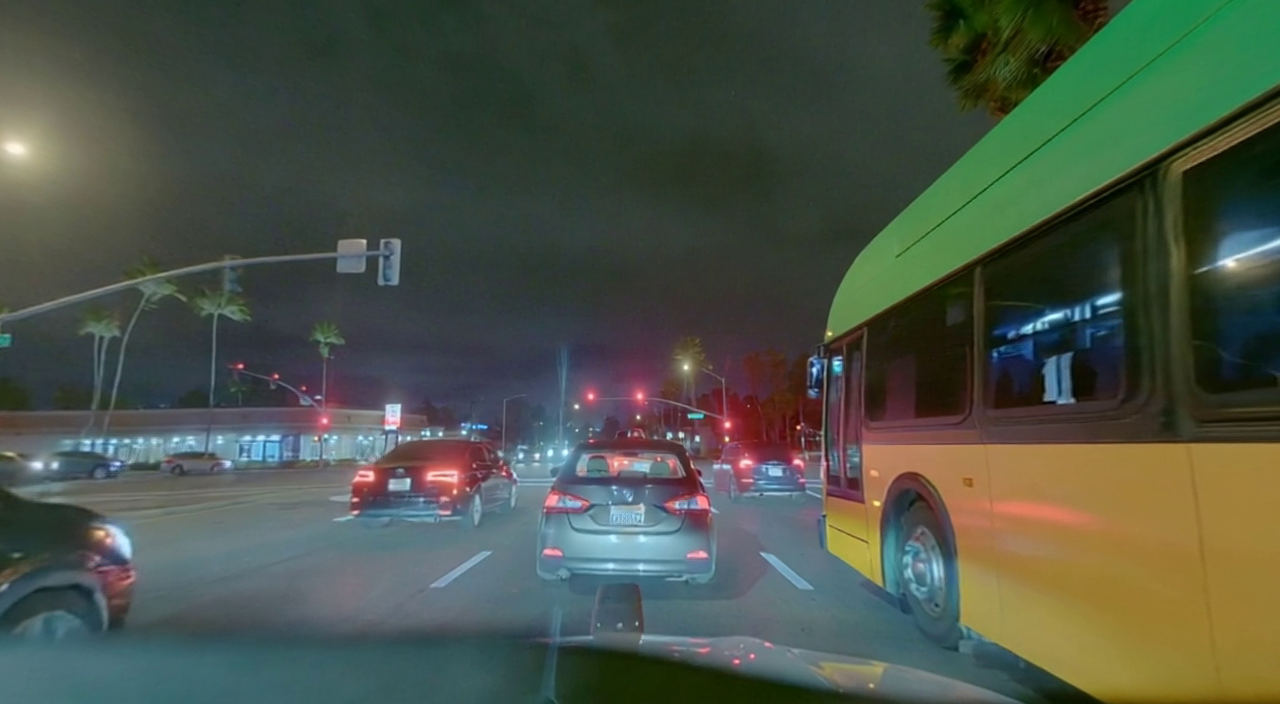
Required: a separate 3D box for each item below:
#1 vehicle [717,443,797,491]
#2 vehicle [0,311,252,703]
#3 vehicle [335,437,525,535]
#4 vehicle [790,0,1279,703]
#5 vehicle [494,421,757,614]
[{"bbox_3d":[3.928,3.938,22.020,1.989,1.467,4.364,0,-9,0],"label":"vehicle"},{"bbox_3d":[-3.546,0.609,1.349,2.145,1.824,4.974,0,-9,2],"label":"vehicle"},{"bbox_3d":[-3.490,2.300,11.461,1.919,1.415,4.178,0,-9,2],"label":"vehicle"},{"bbox_3d":[3.602,-0.328,2.053,3.068,4.026,13.534,0,-9,1],"label":"vehicle"},{"bbox_3d":[-0.130,1.594,6.960,2.060,1.499,3.831,0,-9,-1],"label":"vehicle"}]
